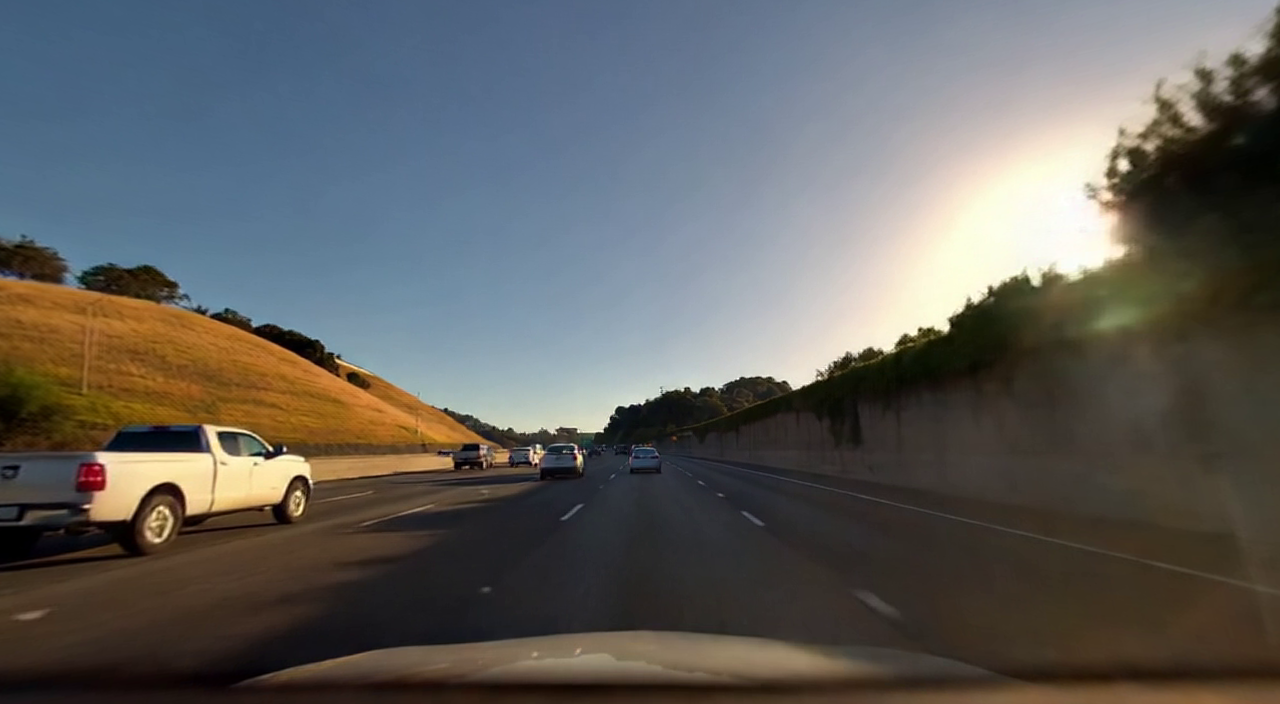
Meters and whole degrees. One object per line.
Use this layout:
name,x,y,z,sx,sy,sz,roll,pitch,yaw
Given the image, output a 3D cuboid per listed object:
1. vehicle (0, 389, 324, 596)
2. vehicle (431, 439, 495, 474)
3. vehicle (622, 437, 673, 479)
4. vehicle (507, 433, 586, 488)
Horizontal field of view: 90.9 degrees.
vehicle,-6.648,1.660,8.382,2.108,1.856,5.214,0,-9,1
vehicle,-10.606,6.290,38.218,2.230,1.928,5.333,0,-9,1
vehicle,0.332,4.950,29.726,2.233,1.804,4.273,0,-9,0
vehicle,-3.291,3.937,23.206,2.093,1.820,4.506,0,-9,1
